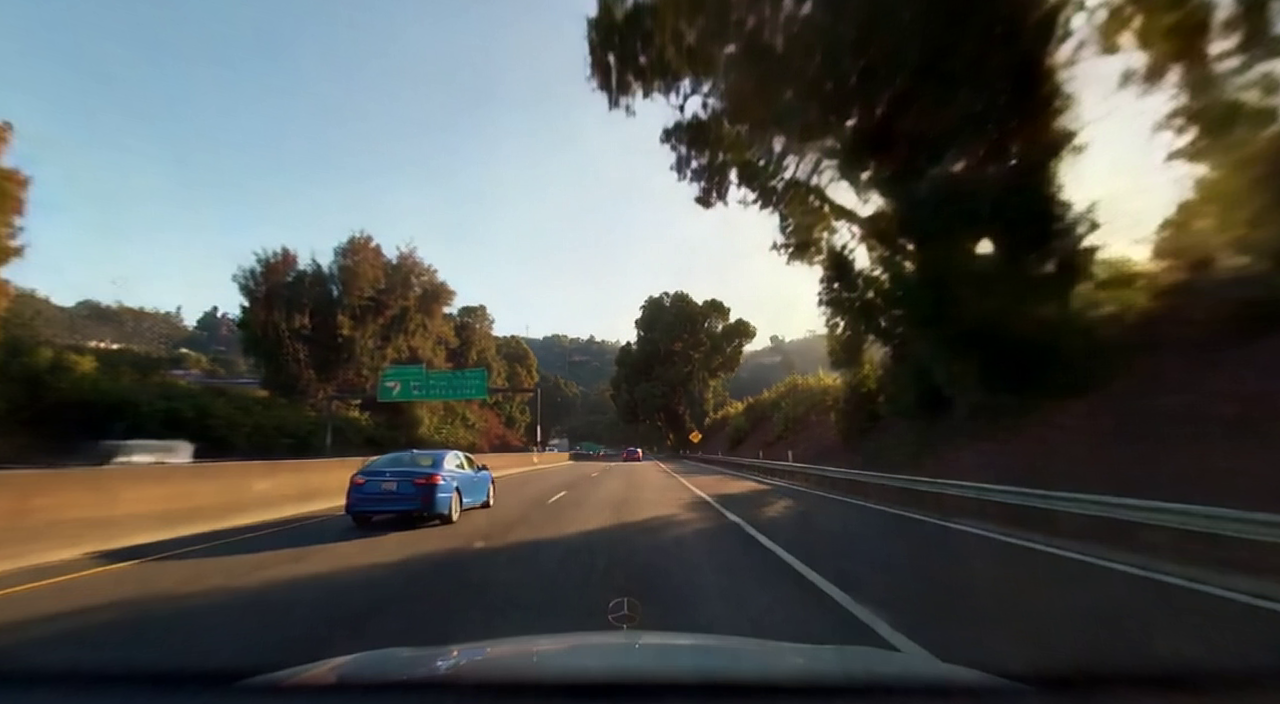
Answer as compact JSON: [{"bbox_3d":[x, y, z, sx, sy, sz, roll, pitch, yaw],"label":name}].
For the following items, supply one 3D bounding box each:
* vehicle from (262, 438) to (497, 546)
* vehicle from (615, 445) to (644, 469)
[{"bbox_3d":[-4.141,2.289,11.073,2.157,1.483,4.601,0,-9,0],"label":"vehicle"},{"bbox_3d":[-0.706,7.441,44.904,2.011,1.590,3.607,0,-9,0],"label":"vehicle"}]
